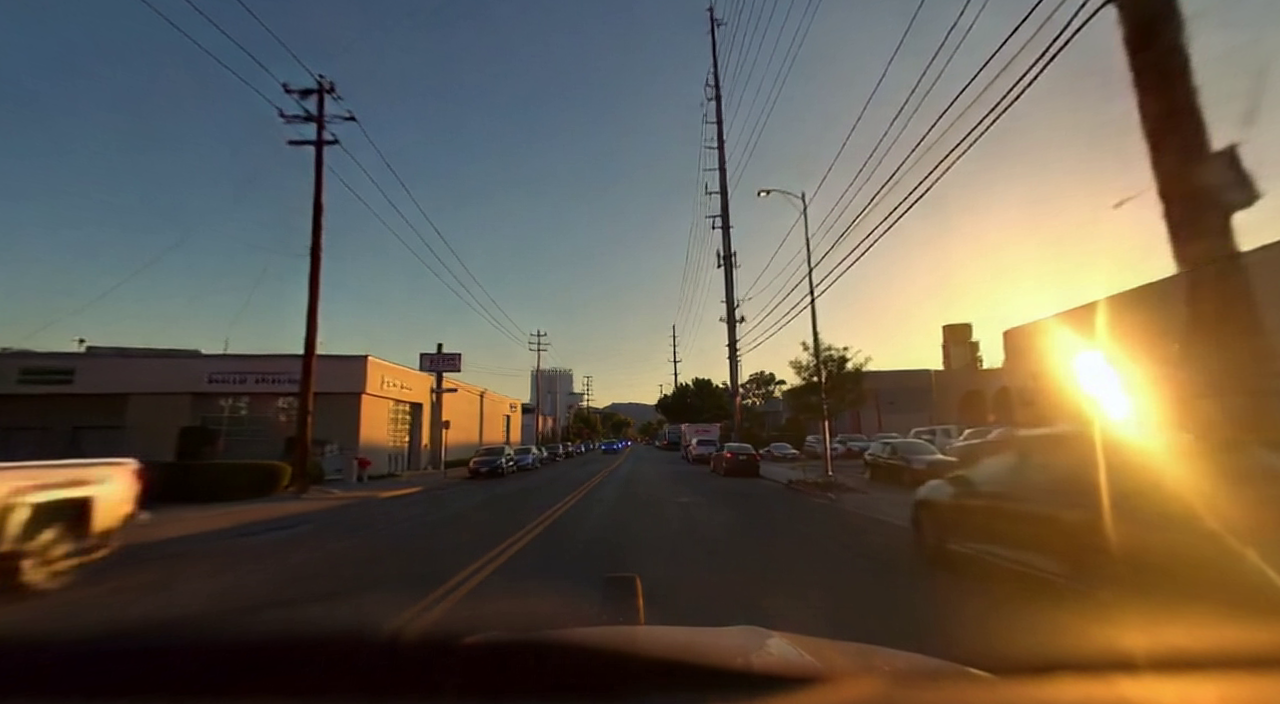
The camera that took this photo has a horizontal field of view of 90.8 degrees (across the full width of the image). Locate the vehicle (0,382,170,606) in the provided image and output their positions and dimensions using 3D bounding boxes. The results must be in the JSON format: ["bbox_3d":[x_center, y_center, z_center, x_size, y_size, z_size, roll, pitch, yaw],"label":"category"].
[{"bbox_3d":[-7.547,1.275,4.969,2.692,2.152,6.686,-2,-8,-1],"label":"vehicle"}]

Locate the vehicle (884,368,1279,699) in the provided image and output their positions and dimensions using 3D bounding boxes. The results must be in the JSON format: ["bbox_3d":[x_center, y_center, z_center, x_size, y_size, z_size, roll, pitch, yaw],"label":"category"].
[{"bbox_3d":[4.277,1.352,5.988,2.087,1.892,4.579,0,-8,0],"label":"vehicle"}]

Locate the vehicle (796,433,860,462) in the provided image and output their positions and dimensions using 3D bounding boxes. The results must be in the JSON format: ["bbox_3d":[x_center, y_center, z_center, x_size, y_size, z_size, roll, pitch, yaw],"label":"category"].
[{"bbox_3d":[12.128,6.213,41.121,1.965,1.705,4.677,0,-8,-10],"label":"vehicle"}]

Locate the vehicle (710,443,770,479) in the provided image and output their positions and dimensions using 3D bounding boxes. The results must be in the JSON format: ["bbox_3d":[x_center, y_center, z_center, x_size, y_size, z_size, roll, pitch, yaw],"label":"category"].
[{"bbox_3d":[4.393,4.839,28.419,1.919,1.453,4.425,0,-8,-1],"label":"vehicle"}]

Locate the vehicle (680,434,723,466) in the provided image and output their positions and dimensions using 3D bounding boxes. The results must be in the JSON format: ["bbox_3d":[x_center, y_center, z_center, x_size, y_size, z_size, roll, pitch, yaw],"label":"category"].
[{"bbox_3d":[4.021,6.557,42.491,2.218,1.956,5.916,0,-8,-1],"label":"vehicle"}]

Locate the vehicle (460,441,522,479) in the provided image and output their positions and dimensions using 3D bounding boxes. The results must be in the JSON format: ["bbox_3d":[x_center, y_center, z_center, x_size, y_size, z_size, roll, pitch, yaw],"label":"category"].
[{"bbox_3d":[-7.648,5.560,32.866,2.194,1.775,4.482,0,-8,-1],"label":"vehicle"}]

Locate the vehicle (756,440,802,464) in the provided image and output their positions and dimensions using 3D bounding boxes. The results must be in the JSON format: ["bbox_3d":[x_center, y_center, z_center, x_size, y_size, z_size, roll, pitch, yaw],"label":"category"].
[{"bbox_3d":[8.923,6.483,40.947,1.798,1.370,4.191,-3,-9,-3],"label":"vehicle"}]
